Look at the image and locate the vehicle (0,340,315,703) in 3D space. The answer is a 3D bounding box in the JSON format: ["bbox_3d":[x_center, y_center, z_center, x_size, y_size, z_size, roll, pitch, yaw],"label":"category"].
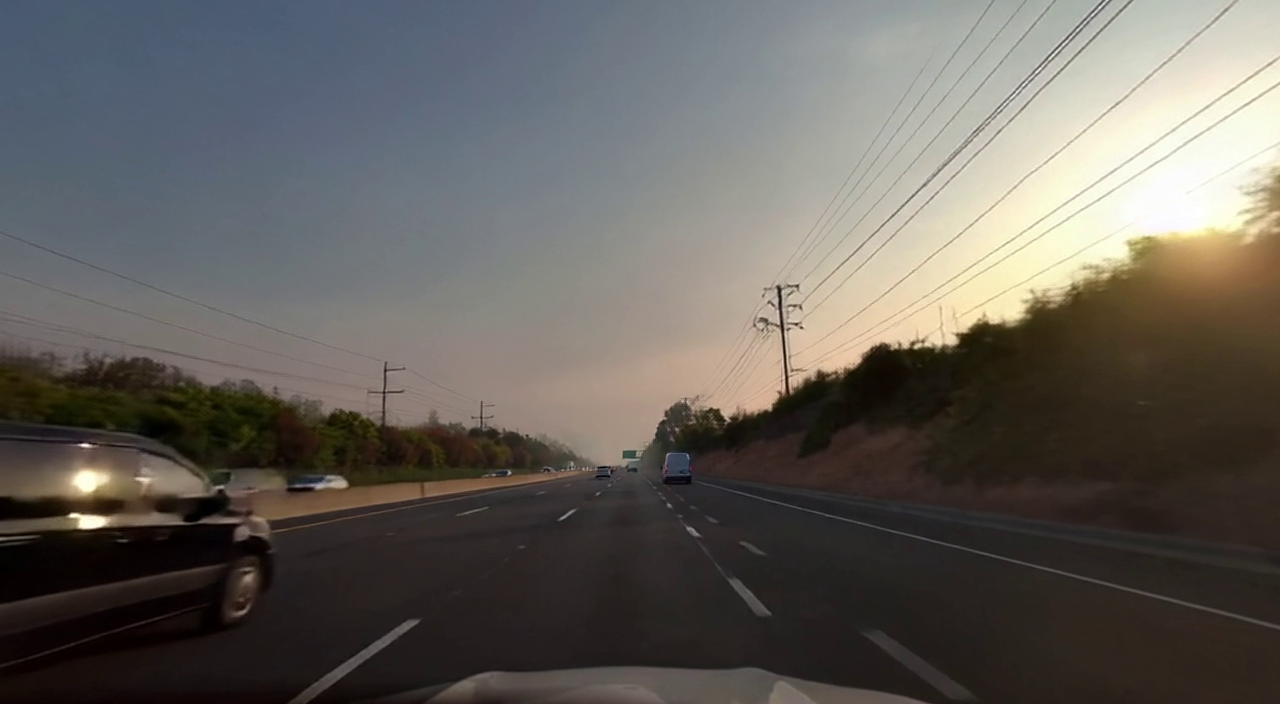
[{"bbox_3d":[-3.776,0.851,2.759,2.153,1.756,4.730,1,-11,0],"label":"vehicle"}]
